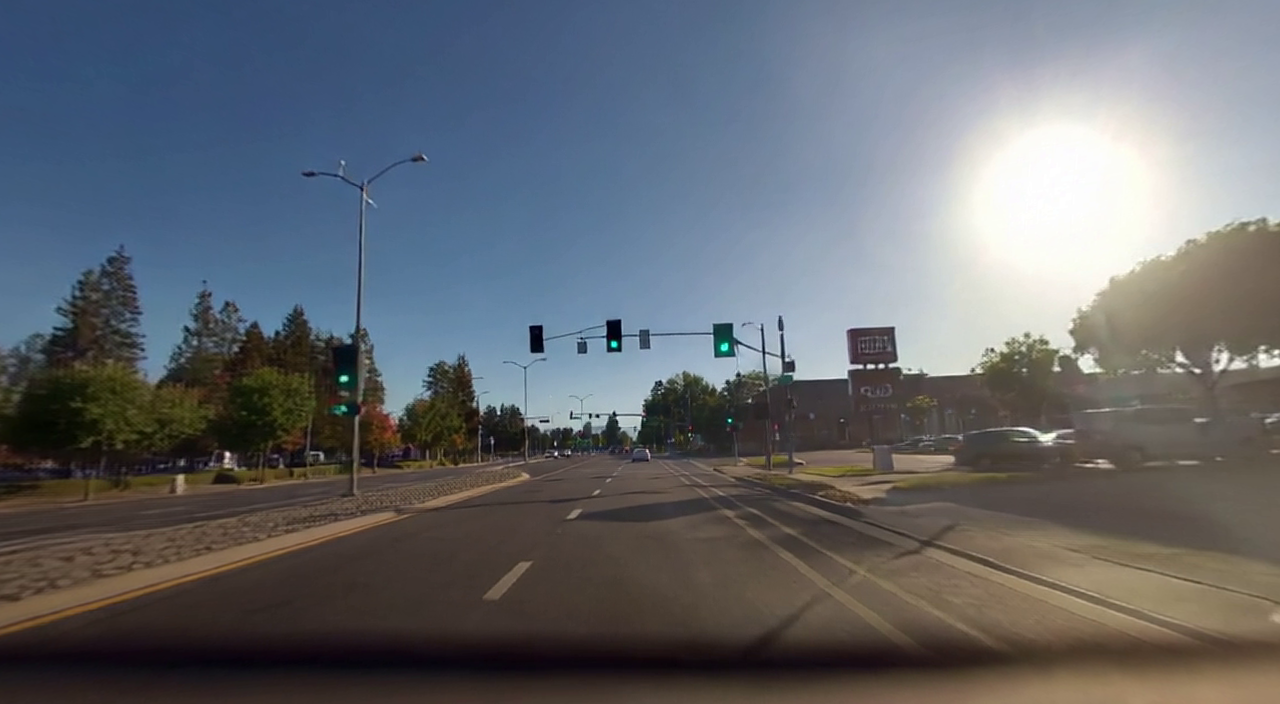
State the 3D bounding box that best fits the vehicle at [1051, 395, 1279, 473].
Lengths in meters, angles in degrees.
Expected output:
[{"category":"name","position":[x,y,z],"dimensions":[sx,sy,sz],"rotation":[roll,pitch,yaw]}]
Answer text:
[{"category":"vehicle","position":[13.964,2.210,16.934],"dimensions":[4.514,1.929,1.991],"rotation":[0,-8,-4]}]
